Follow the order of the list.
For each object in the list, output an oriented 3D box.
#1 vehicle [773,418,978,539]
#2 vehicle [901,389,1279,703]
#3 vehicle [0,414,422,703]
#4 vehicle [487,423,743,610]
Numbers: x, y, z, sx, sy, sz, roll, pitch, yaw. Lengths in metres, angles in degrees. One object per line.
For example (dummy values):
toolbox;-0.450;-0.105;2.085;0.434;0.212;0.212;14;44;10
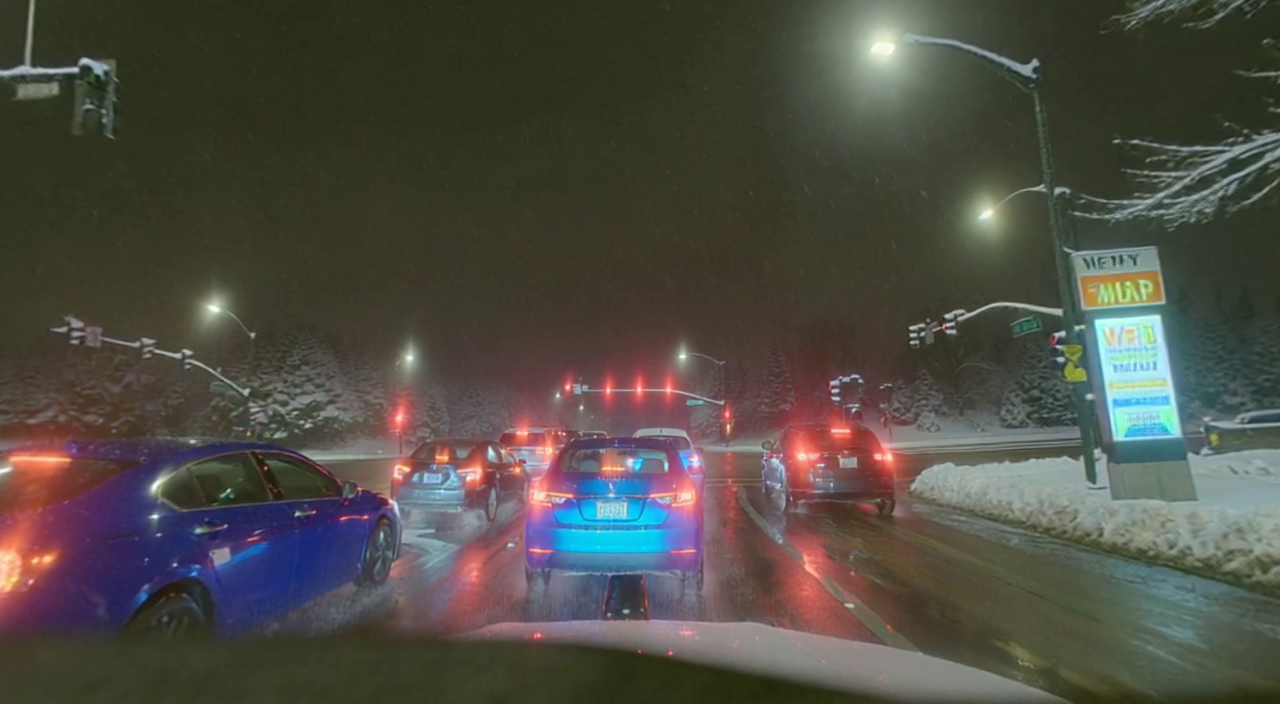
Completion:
vehicle;3.757;2.096;11.012;2.007;1.683;4.171;0;-8;1
vehicle;3.423;1.080;3.634;1.981;1.499;4.536;0;-8;2
vehicle;-3.411;1.300;4.711;1.980;1.454;4.226;0;-8;1
vehicle;-0.188;1.623;7.132;2.059;1.477;3.988;0;-8;0
